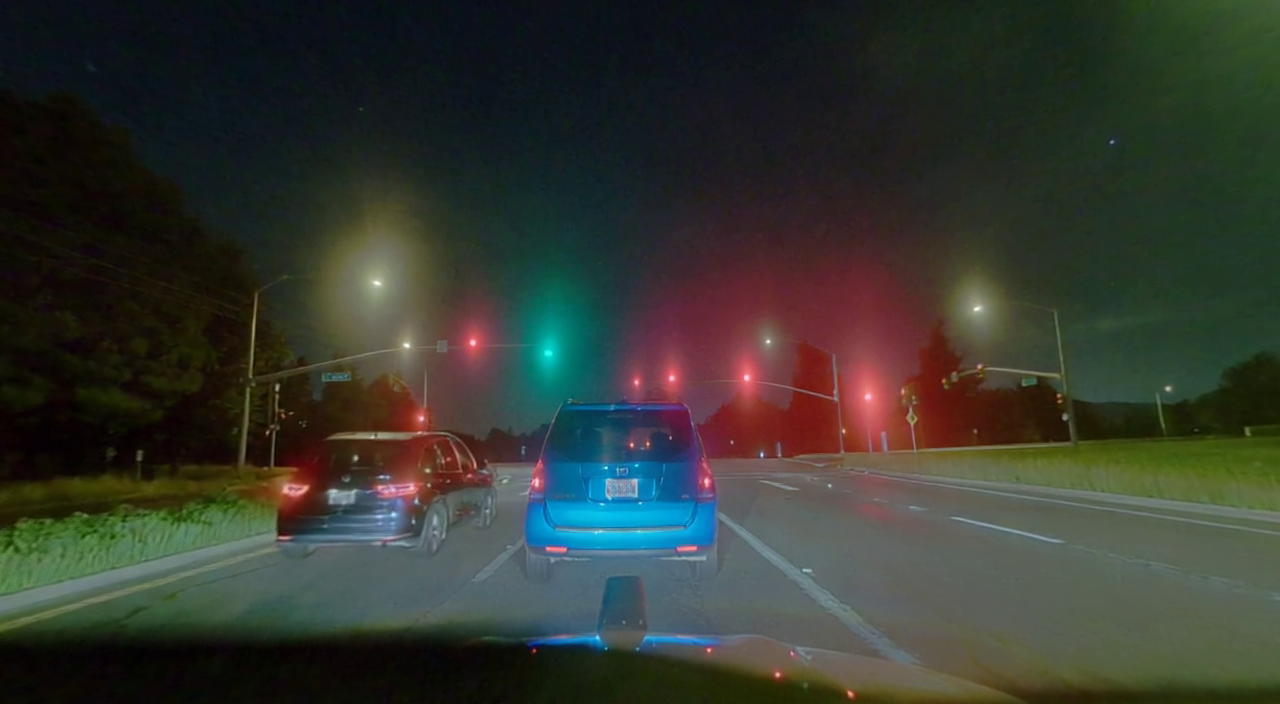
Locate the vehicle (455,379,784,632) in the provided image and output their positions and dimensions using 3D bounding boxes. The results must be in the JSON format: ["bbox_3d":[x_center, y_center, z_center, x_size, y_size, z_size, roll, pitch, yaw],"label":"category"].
[{"bbox_3d":[-0.167,1.380,6.584,2.298,1.770,4.138,0,-8,-1],"label":"vehicle"}]

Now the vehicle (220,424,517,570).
[{"bbox_3d":[-3.352,1.897,9.229,2.061,1.504,5.142,0,-8,0],"label":"vehicle"}]
